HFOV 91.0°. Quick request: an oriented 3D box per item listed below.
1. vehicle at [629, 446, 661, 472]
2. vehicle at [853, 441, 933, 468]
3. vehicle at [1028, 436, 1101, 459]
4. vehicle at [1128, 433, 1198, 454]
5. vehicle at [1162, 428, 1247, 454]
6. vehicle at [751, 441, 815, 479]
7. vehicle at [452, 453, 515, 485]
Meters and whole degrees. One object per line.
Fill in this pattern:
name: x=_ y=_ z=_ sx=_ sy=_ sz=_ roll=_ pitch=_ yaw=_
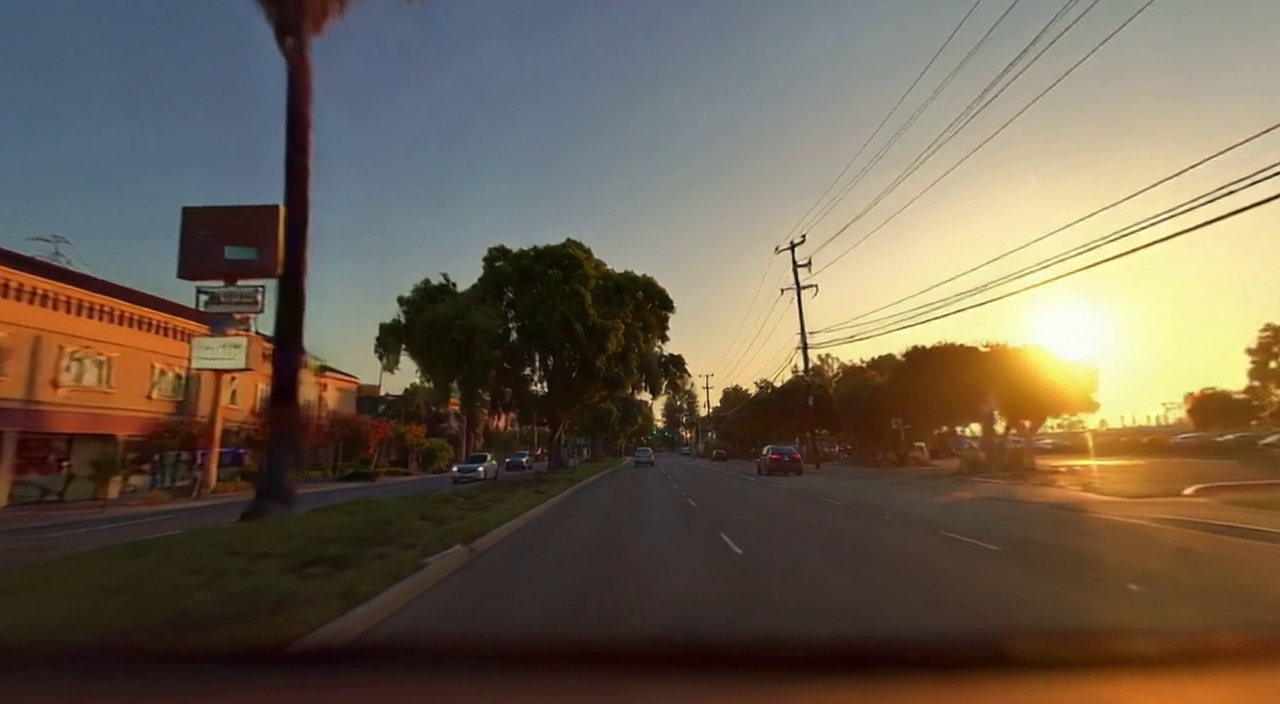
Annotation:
vehicle: x=0.387 y=7.357 z=43.563 sx=2.138 sy=1.702 sz=4.168 roll=0 pitch=-9 yaw=1
vehicle: x=18.856 y=7.624 z=47.019 sx=5.097 sy=1.689 sz=1.958 roll=-2 pitch=-6 yaw=0
vehicle: x=33.183 y=7.507 z=49.289 sx=4.194 sy=1.724 sz=1.946 roll=-1 pitch=-9 yaw=2
vehicle: x=41.292 y=7.264 z=49.878 sx=1.840 sy=1.574 sz=4.197 roll=0 pitch=-8 yaw=-2
vehicle: x=43.959 y=6.955 z=49.188 sx=2.178 sy=1.910 sz=4.805 roll=0 pitch=-8 yaw=2
vehicle: x=7.121 y=5.428 z=31.917 sx=2.252 sy=1.718 sz=4.617 roll=0 pitch=-9 yaw=1
vehicle: x=-8.303 y=6.230 z=33.817 sx=2.158 sy=1.532 sz=4.609 roll=0 pitch=-9 yaw=1
